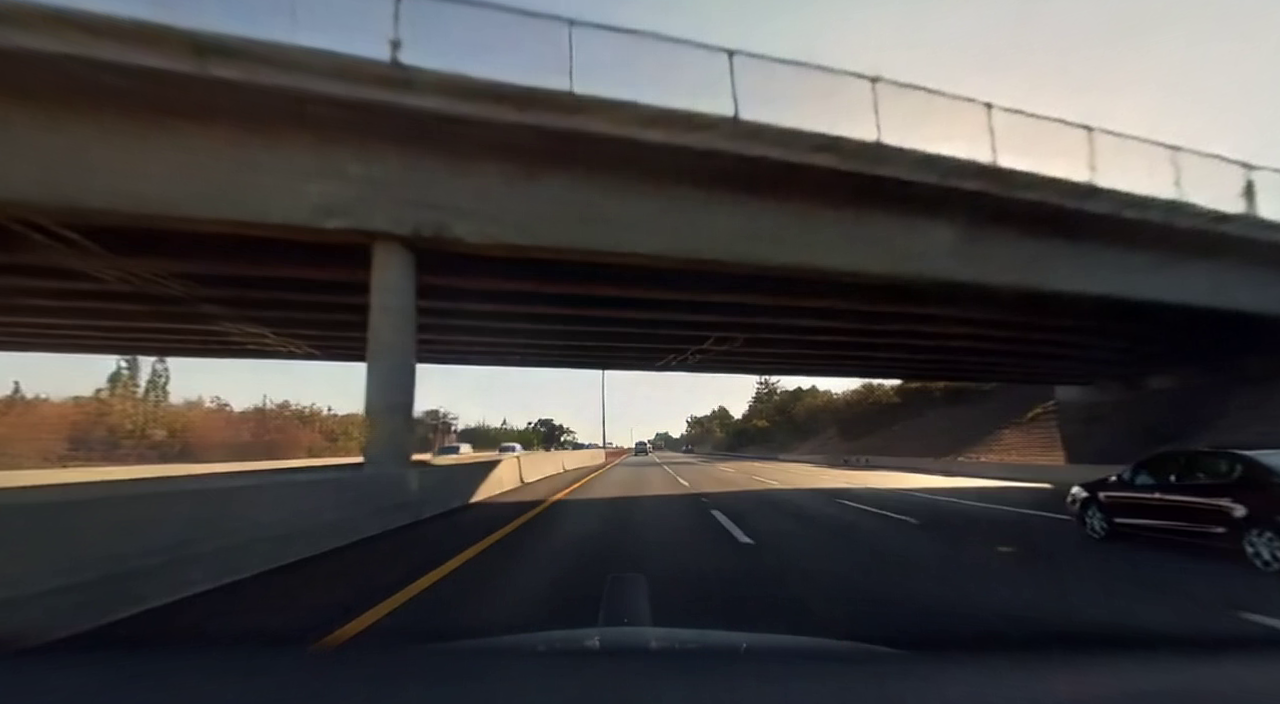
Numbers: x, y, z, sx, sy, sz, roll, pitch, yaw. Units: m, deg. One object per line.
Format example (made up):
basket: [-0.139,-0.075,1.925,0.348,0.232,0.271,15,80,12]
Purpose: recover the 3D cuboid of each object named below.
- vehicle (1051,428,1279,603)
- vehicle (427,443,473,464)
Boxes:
vehicle: [6.675,1.517,6.105,2.093,1.525,4.865,0,-8,0]
vehicle: [-14.713,7.908,49.118,2.080,1.522,4.585,0,-8,0]
